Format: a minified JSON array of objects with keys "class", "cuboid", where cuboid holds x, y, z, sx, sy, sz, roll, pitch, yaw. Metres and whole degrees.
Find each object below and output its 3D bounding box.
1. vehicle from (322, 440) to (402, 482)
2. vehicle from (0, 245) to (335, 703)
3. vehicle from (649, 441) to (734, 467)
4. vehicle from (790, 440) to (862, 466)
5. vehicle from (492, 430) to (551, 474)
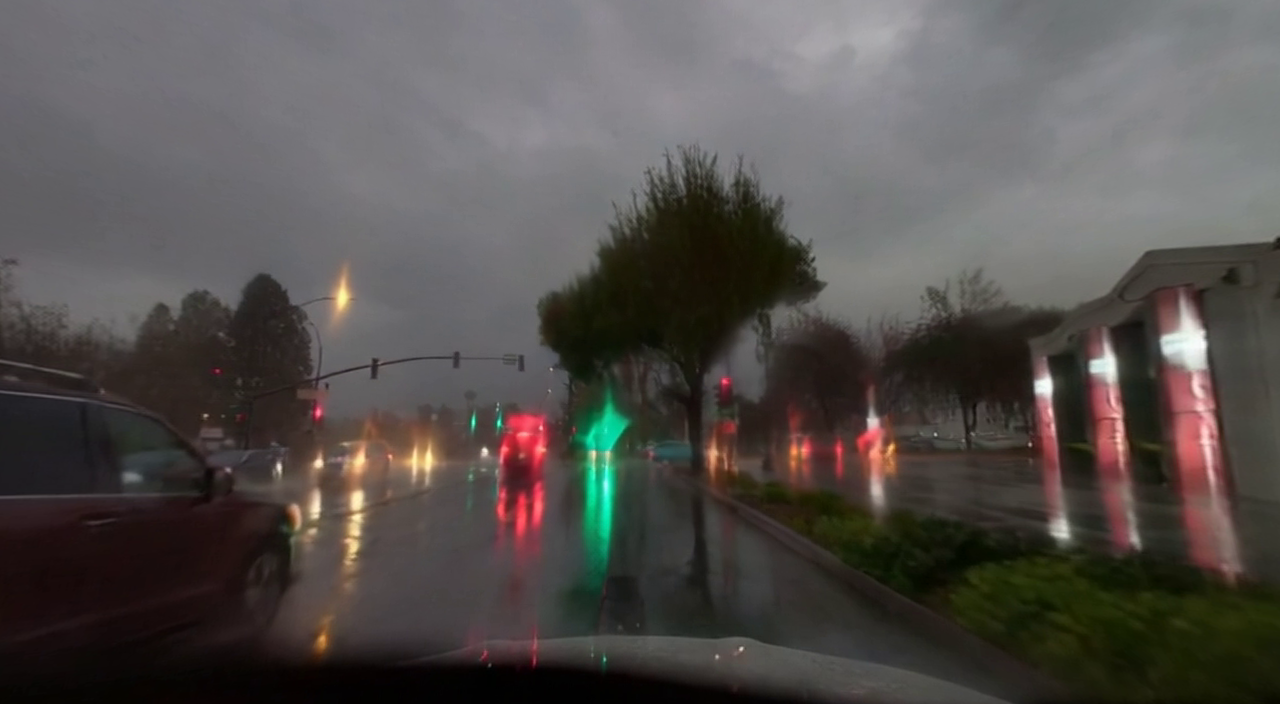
[{"class":"vehicle","cuboid":[-11.654,4.579,26.796,1.925,1.631,4.250,1,-9,-7]},{"class":"vehicle","cuboid":[-3.437,0.491,1.543,2.509,1.885,5.831,0,-9,-1]},{"class":"vehicle","cuboid":[3.454,6.797,42.393,5.257,1.627,2.161,-4,-10,27]},{"class":"vehicle","cuboid":[13.554,7.280,45.924,4.857,1.803,2.147,-3,-8,19]},{"class":"vehicle","cuboid":[-5.236,4.534,28.655,2.134,1.799,5.082,1,-9,-5]}]
